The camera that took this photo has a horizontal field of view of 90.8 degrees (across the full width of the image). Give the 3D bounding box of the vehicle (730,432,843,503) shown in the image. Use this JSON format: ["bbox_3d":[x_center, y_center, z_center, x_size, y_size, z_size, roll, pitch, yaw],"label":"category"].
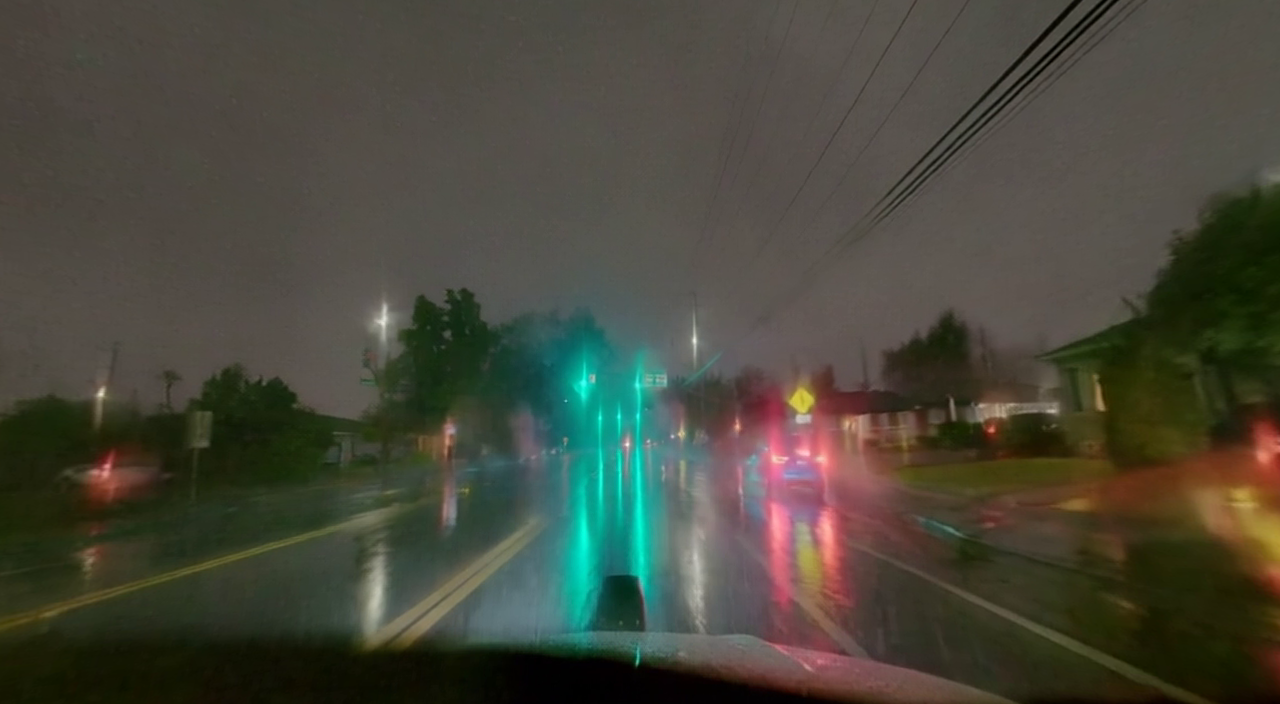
[{"bbox_3d":[3.778,3.039,17.123,1.900,1.661,4.346,0,-8,-2],"label":"vehicle"}]

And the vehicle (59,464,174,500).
[{"bbox_3d":[-29.772,7.378,36.064,4.830,1.521,1.948,-5,-9,-2],"label":"vehicle"}]
